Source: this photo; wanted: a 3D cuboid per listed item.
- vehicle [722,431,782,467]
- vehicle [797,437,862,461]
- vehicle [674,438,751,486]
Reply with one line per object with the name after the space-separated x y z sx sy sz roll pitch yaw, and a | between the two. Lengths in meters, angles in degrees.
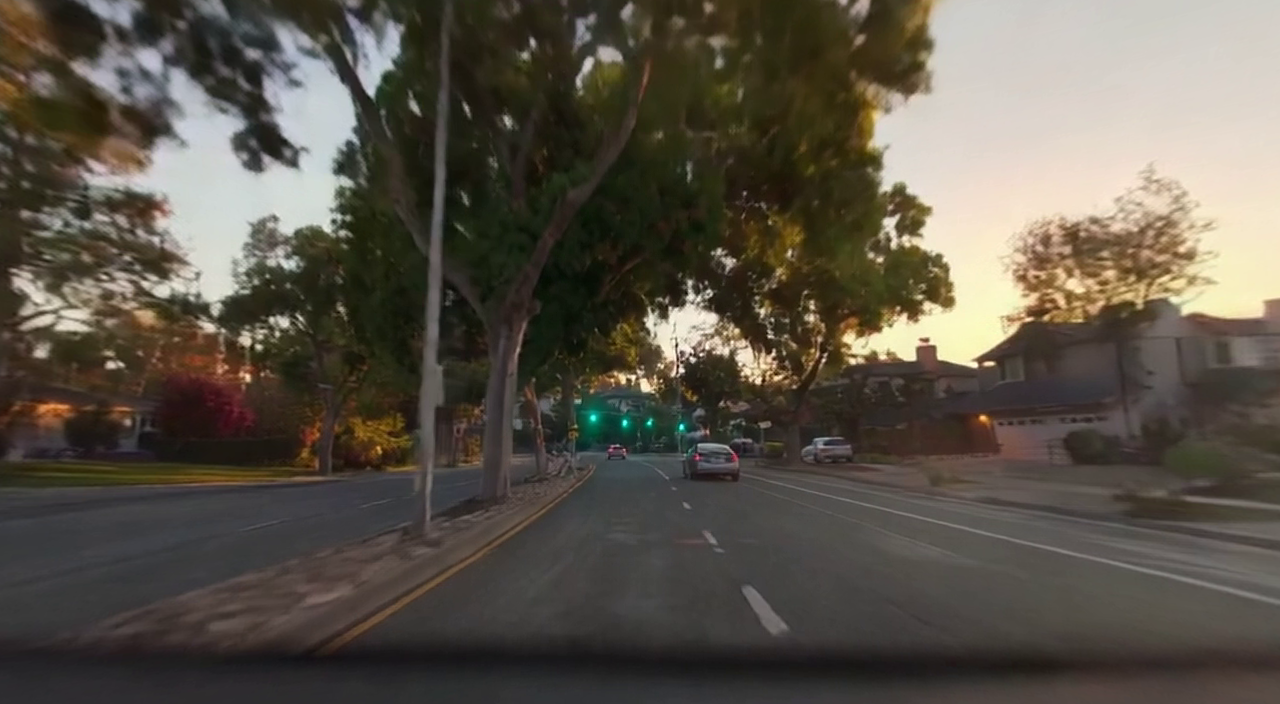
6.220 5.464 35.622 2.065 1.861 4.704 1 -9 -6 | vehicle
12.083 6.227 40.460 3.635 1.482 1.879 -1 -9 5 | vehicle
2.370 3.716 21.595 1.960 1.479 4.086 0 -9 -3 | vehicle
